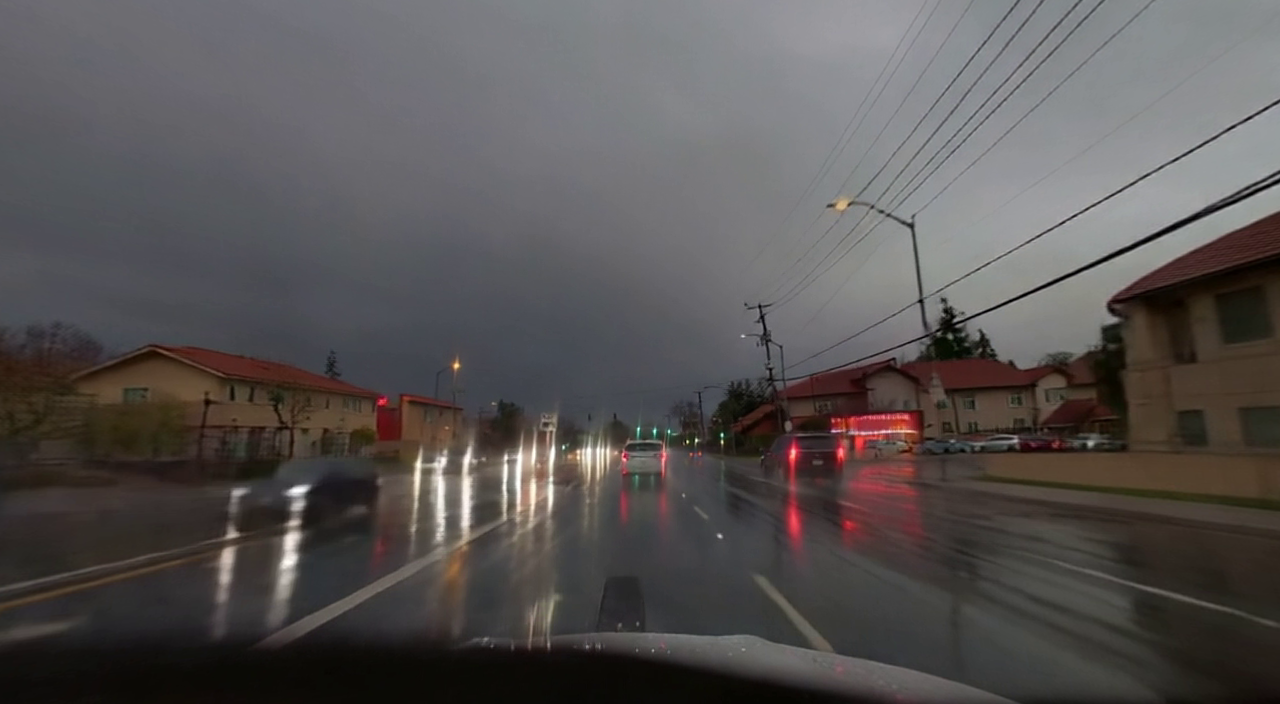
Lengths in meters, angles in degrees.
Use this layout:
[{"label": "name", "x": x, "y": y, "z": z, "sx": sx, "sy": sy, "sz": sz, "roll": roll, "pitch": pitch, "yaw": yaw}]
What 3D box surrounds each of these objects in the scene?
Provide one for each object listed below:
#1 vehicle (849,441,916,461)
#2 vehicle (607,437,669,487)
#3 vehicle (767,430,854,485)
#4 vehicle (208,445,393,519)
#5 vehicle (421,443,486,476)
[{"label": "vehicle", "x": 19.085, "y": 7.786, "z": 49.702, "sx": 4.415, "sy": 1.519, "sz": 1.907, "roll": 0, "pitch": -9, "yaw": 0}, {"label": "vehicle", "x": -0.099, "y": 4.119, "z": 23.845, "sx": 2.138, "sy": 1.702, "sz": 4.168, "roll": 0, "pitch": -9, "yaw": -1}, {"label": "vehicle", "x": 6.360, "y": 4.008, "z": 24.090, "sx": 2.061, "sy": 1.889, "sz": 4.268, "roll": 0, "pitch": -9, "yaw": -1}, {"label": "vehicle", "x": -7.967, "y": 3.066, "z": 15.432, "sx": 1.941, "sy": 1.514, "sz": 4.618, "roll": 0, "pitch": -9, "yaw": 0}, {"label": "vehicle", "x": -11.317, "y": 6.566, "z": 38.754, "sx": 2.193, "sy": 1.851, "sz": 5.705, "roll": 0, "pitch": -9, "yaw": 1}]
